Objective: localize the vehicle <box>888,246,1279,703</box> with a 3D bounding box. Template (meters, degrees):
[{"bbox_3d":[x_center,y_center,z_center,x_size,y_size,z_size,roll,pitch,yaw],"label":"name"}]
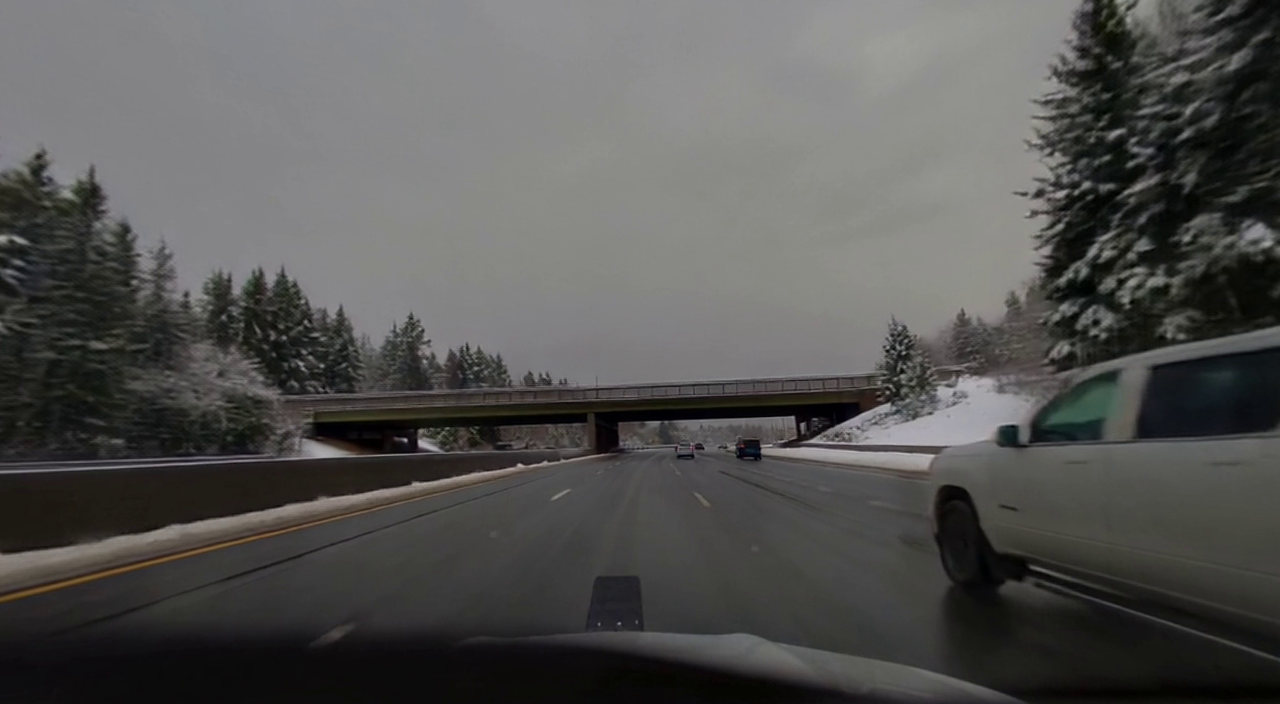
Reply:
[{"bbox_3d":[3.753,0.734,3.057,2.693,2.044,5.882,0,-9,0],"label":"vehicle"}]

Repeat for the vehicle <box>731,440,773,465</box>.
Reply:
[{"bbox_3d":[7.321,6.622,41.753,1.989,1.529,4.375,0,-9,0],"label":"vehicle"}]

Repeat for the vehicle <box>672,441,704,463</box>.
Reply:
[{"bbox_3d":[3.424,7.202,45.534,1.981,1.471,4.342,0,-9,0],"label":"vehicle"}]

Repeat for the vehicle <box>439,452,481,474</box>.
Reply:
[{"bbox_3d":[-14.098,8.735,49.830,1.851,1.460,4.715,-3,-8,1],"label":"vehicle"}]
